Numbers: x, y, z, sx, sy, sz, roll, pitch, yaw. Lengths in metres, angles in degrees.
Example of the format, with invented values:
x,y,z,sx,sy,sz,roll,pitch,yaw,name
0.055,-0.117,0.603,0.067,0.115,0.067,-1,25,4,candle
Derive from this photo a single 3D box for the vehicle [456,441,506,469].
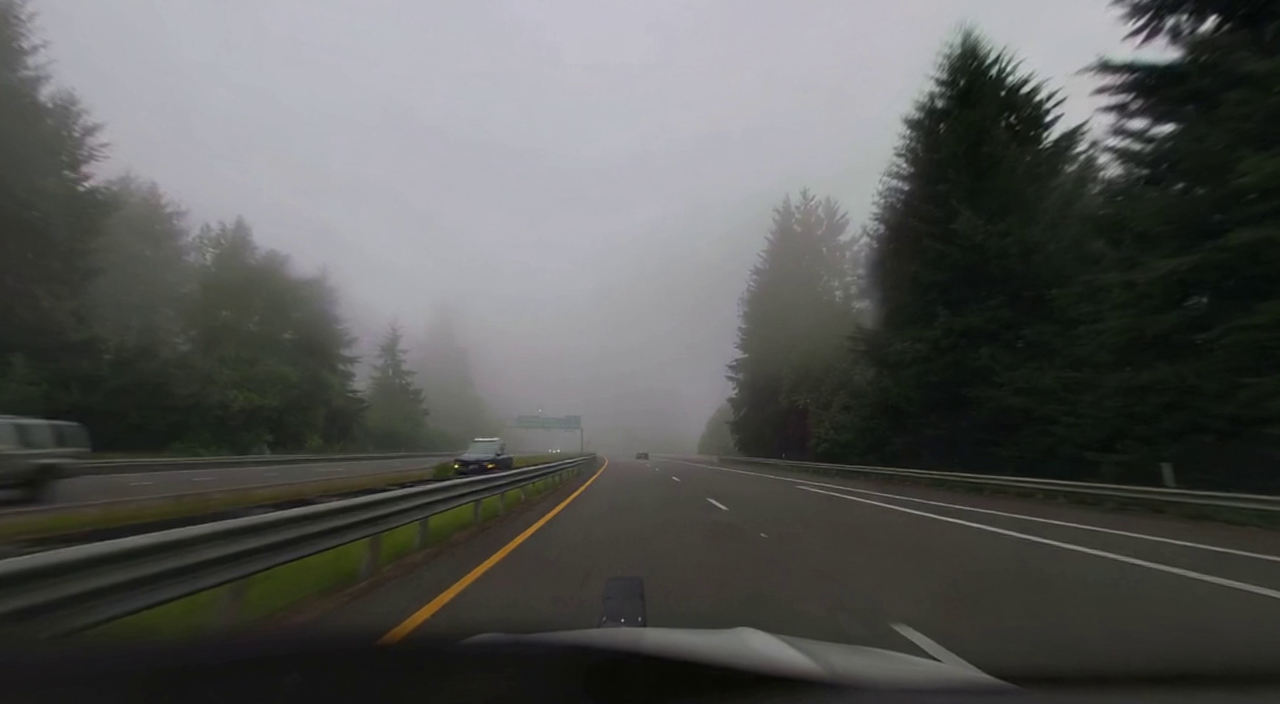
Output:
x,y,z,sx,sy,sz,roll,pitch,yaw,name
-8.991,5.870,36.040,1.840,1.472,4.202,0,-9,-1,vehicle
